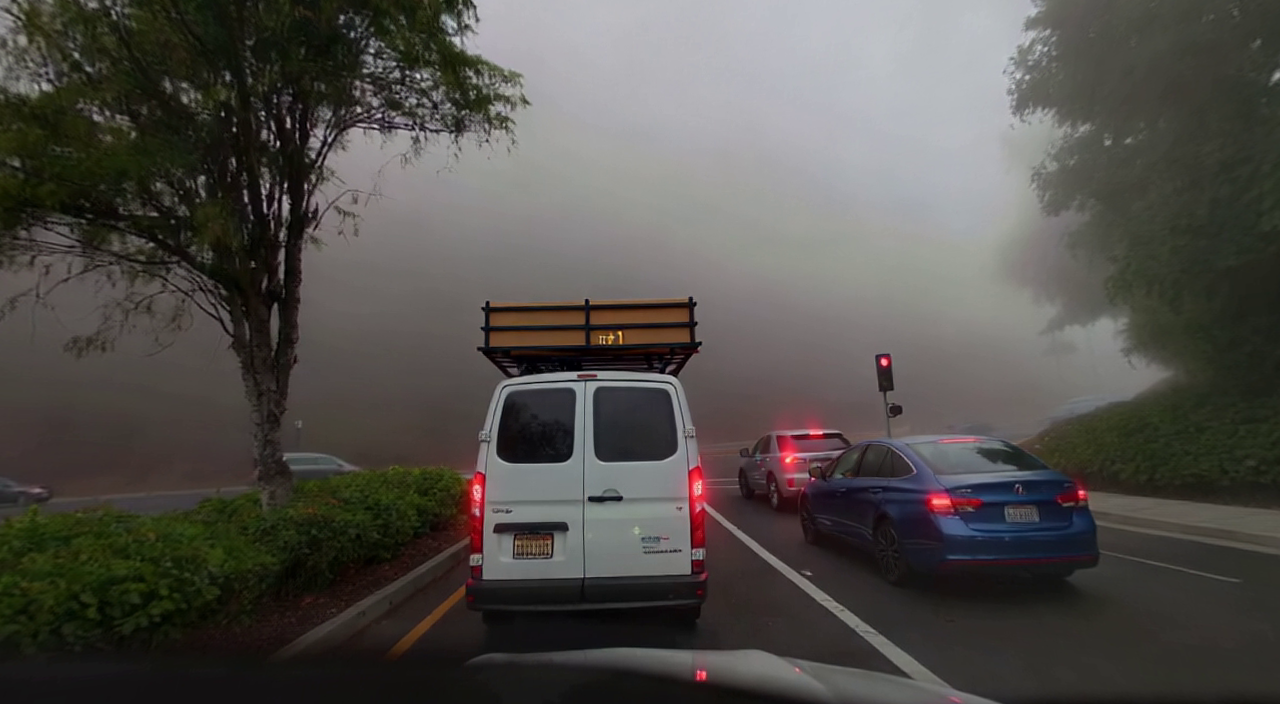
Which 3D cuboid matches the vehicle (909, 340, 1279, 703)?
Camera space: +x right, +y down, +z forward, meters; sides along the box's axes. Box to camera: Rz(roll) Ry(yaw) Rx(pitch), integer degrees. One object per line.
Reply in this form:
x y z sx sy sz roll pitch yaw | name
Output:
3.443 0.937 3.409 1.965 1.671 4.146 0 -9 -3 | vehicle

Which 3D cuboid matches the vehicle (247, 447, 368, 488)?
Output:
-16.980 5.871 32.514 5.241 1.894 2.257 4 -10 -26 | vehicle

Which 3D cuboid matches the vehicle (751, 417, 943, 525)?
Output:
3.698 2.219 12.271 2.024 1.692 4.252 1 -9 -4 | vehicle

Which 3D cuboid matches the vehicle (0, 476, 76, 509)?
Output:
-28.421 6.300 28.453 4.135 1.321 1.687 1 -9 -7 | vehicle

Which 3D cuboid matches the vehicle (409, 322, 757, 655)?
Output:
-0.366 1.158 6.185 2.145 2.089 4.309 0 -9 0 | vehicle
